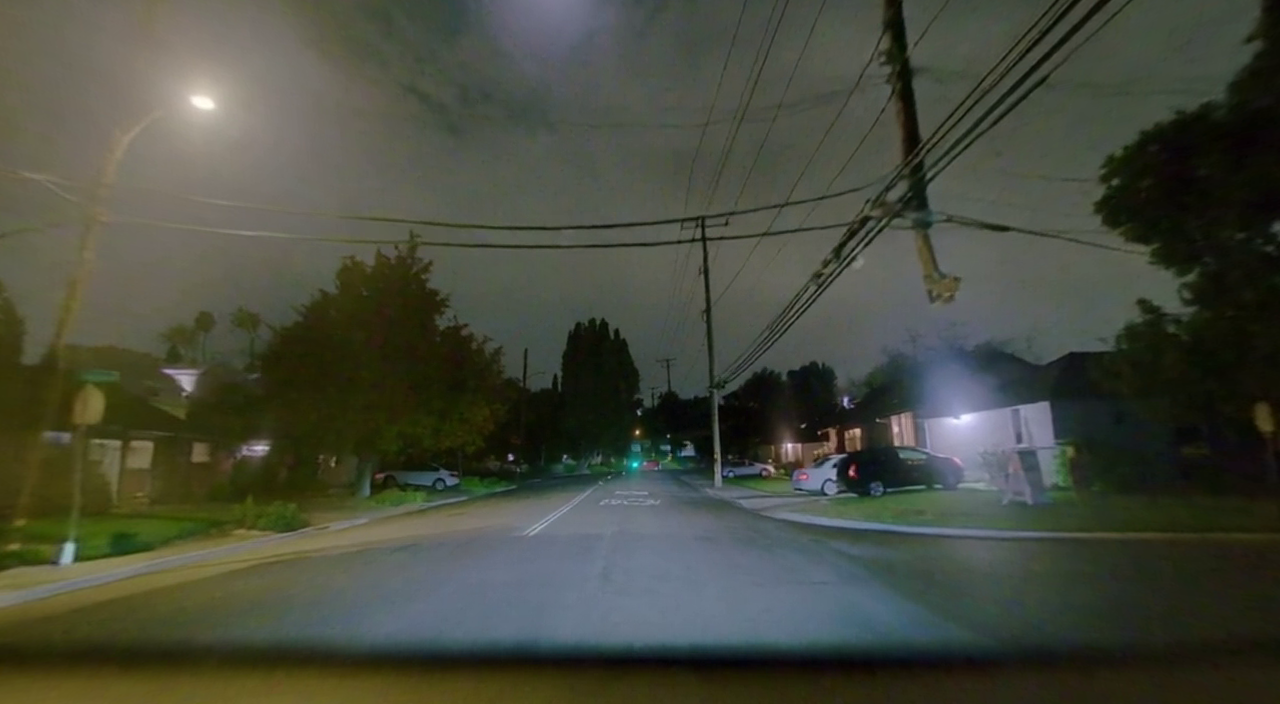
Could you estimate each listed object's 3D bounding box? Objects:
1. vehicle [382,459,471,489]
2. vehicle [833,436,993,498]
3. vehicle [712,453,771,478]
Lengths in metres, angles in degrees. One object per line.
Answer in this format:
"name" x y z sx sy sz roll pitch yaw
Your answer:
"vehicle" -11.992 6.845 35.665 4.243 1.598 2.003 0 -9 3
"vehicle" 9.282 3.909 21.748 4.557 2.012 1.917 0 -8 -3
"vehicle" 7.383 8.258 46.178 3.846 1.725 1.920 1 -8 -4
